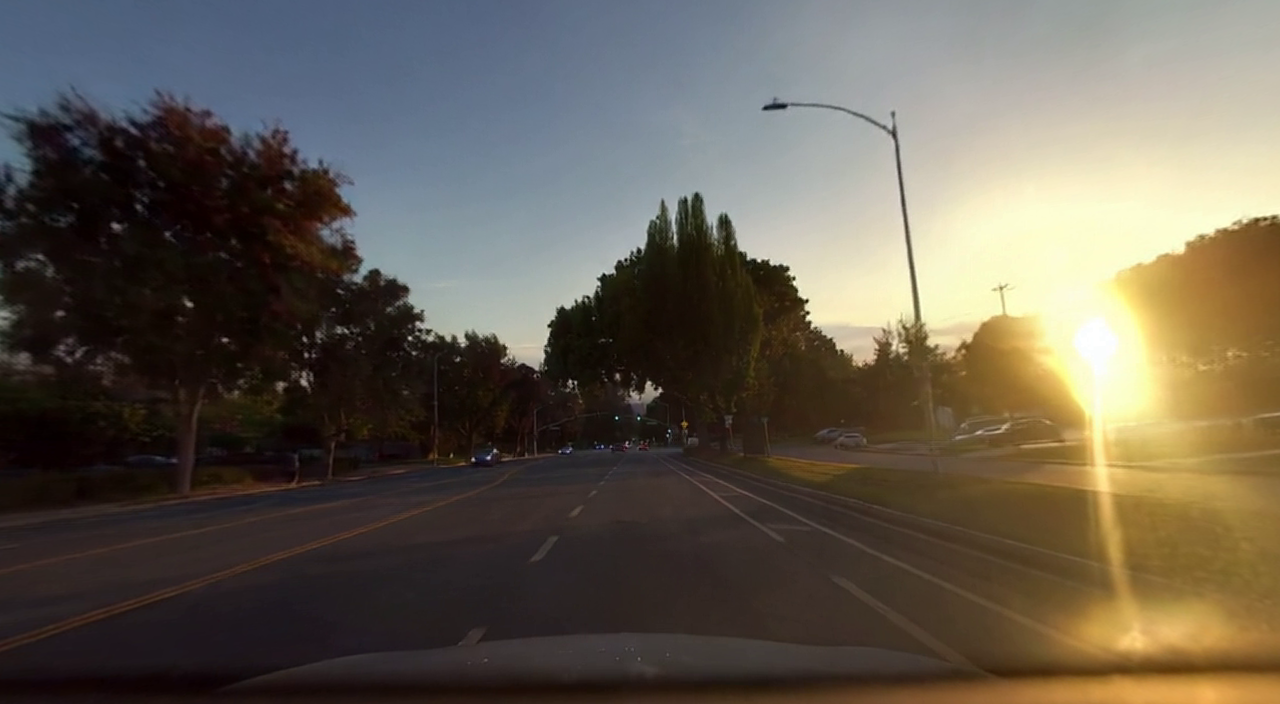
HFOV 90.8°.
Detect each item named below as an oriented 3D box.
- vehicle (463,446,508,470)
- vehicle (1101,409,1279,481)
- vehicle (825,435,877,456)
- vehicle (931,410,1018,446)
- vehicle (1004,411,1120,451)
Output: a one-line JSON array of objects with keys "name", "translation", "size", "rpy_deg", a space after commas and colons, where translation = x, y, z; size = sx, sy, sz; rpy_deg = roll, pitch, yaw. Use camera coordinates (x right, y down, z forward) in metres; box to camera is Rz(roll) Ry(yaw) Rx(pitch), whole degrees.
[{"name": "vehicle", "translation": [-11.139, 7.617, 45.807], "size": [1.999, 1.618, 4.217], "rpy_deg": [-1, -8, 4]}, {"name": "vehicle", "translation": [15.594, 2.528, 17.288], "size": [2.106, 1.670, 5.008], "rpy_deg": [0, -8, 0]}, {"name": "vehicle", "translation": [15.421, 6.893, 46.501], "size": [1.882, 1.446, 4.741], "rpy_deg": [0, -8, -4]}, {"name": "vehicle", "translation": [22.613, 5.169, 42.823], "size": [4.512, 1.837, 2.059], "rpy_deg": [-6, -8, -2]}, {"name": "vehicle", "translation": [22.270, 4.213, 33.457], "size": [4.579, 1.710, 2.020], "rpy_deg": [-4, -8, -2]}]
